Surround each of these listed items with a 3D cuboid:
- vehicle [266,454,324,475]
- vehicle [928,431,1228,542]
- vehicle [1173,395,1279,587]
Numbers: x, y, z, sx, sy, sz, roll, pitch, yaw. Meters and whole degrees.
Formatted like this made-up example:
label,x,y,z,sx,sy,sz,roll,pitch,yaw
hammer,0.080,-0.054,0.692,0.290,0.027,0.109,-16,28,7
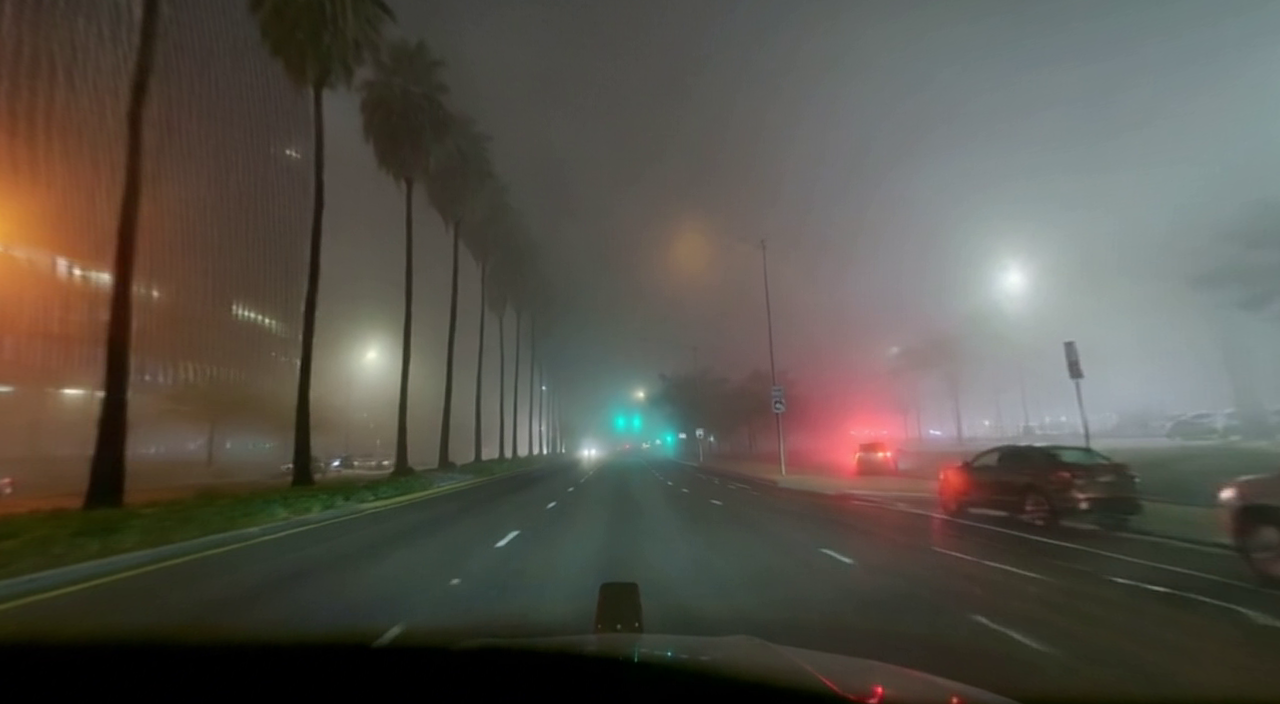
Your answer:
label,x,y,z,sx,sy,sz,roll,pitch,yaw
vehicle,-25.628,8.350,47.081,2.080,1.457,4.424,0,-9,-4
vehicle,7.097,2.204,11.088,1.919,1.499,4.779,0,-9,1
vehicle,6.964,1.085,4.578,2.225,1.727,4.418,0,-9,-1
